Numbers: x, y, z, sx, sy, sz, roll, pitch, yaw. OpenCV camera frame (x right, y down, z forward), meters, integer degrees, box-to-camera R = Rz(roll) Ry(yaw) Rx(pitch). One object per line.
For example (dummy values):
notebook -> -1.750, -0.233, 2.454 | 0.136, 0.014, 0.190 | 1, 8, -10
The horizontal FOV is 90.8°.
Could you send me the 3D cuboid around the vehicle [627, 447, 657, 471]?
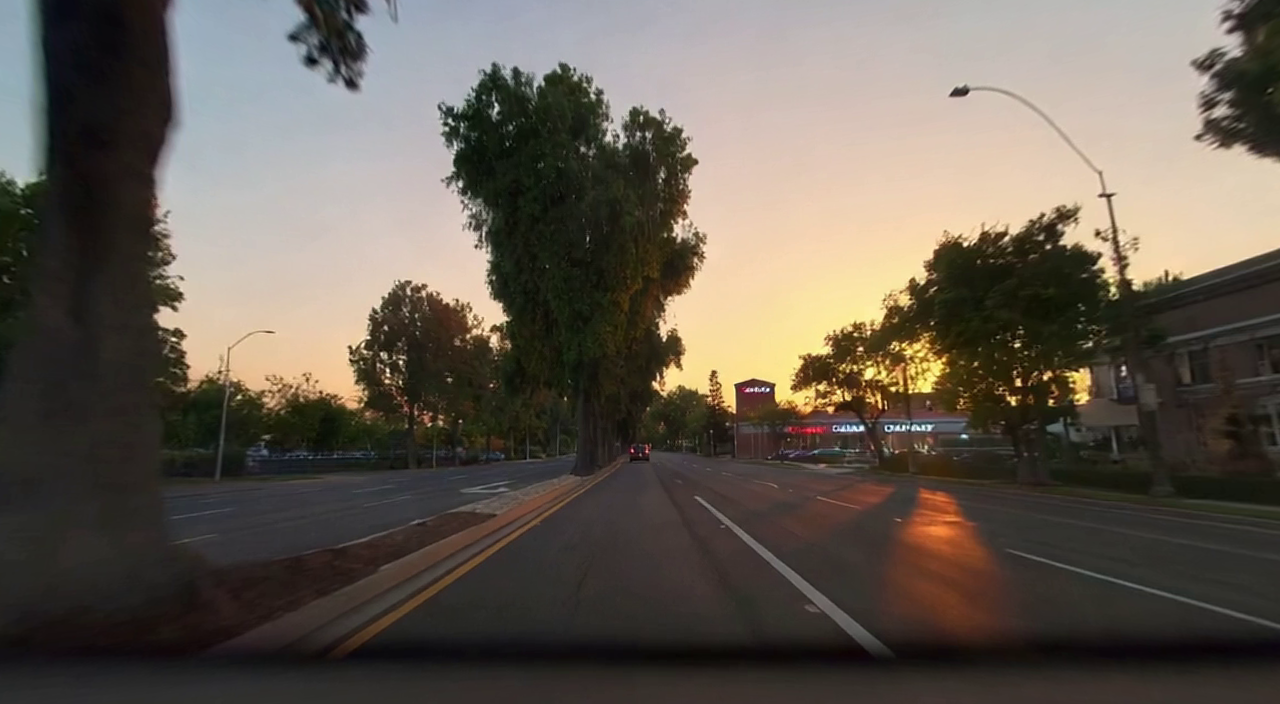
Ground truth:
vehicle -> 0.158, 7.852, 46.726 | 2.095, 1.647, 4.205 | 0, -8, 0
